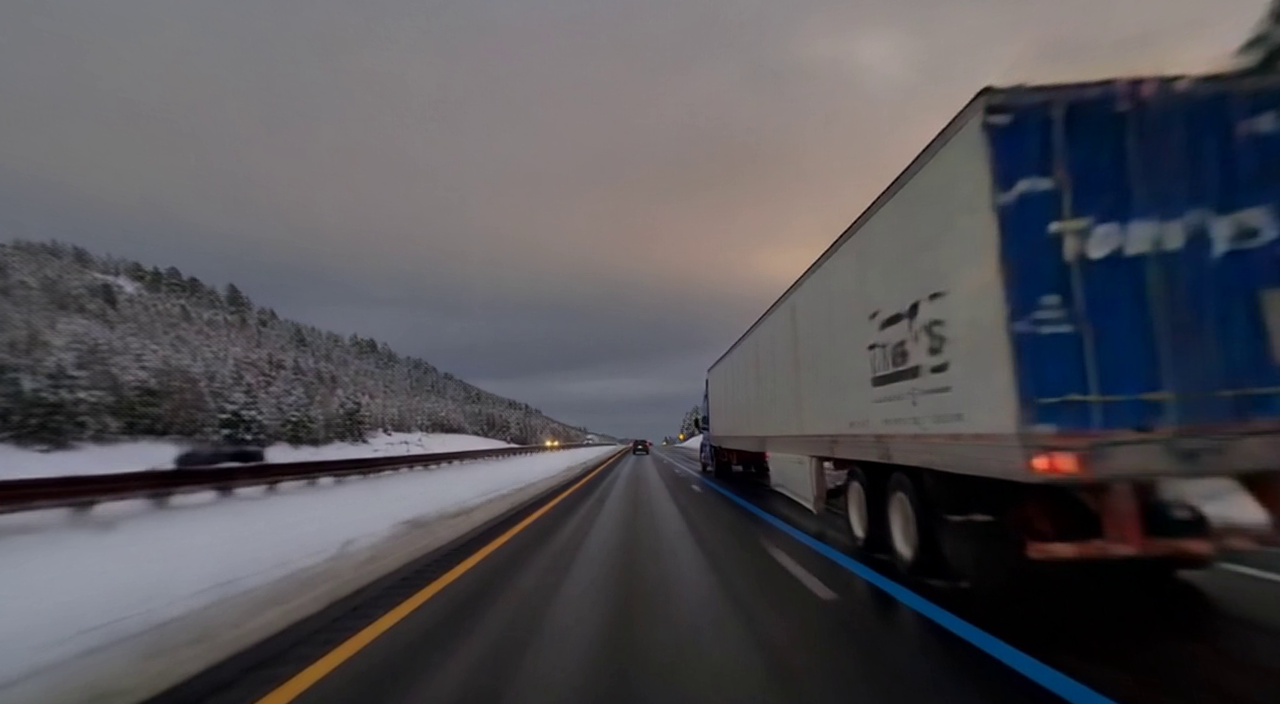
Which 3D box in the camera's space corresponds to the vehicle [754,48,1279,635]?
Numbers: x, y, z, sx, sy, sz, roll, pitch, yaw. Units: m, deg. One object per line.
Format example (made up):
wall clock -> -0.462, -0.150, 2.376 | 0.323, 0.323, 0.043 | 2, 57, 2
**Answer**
vehicle -> 4.182, 0.467, 9.367 | 3.039, 4.342, 9.556 | -1, -8, -1
